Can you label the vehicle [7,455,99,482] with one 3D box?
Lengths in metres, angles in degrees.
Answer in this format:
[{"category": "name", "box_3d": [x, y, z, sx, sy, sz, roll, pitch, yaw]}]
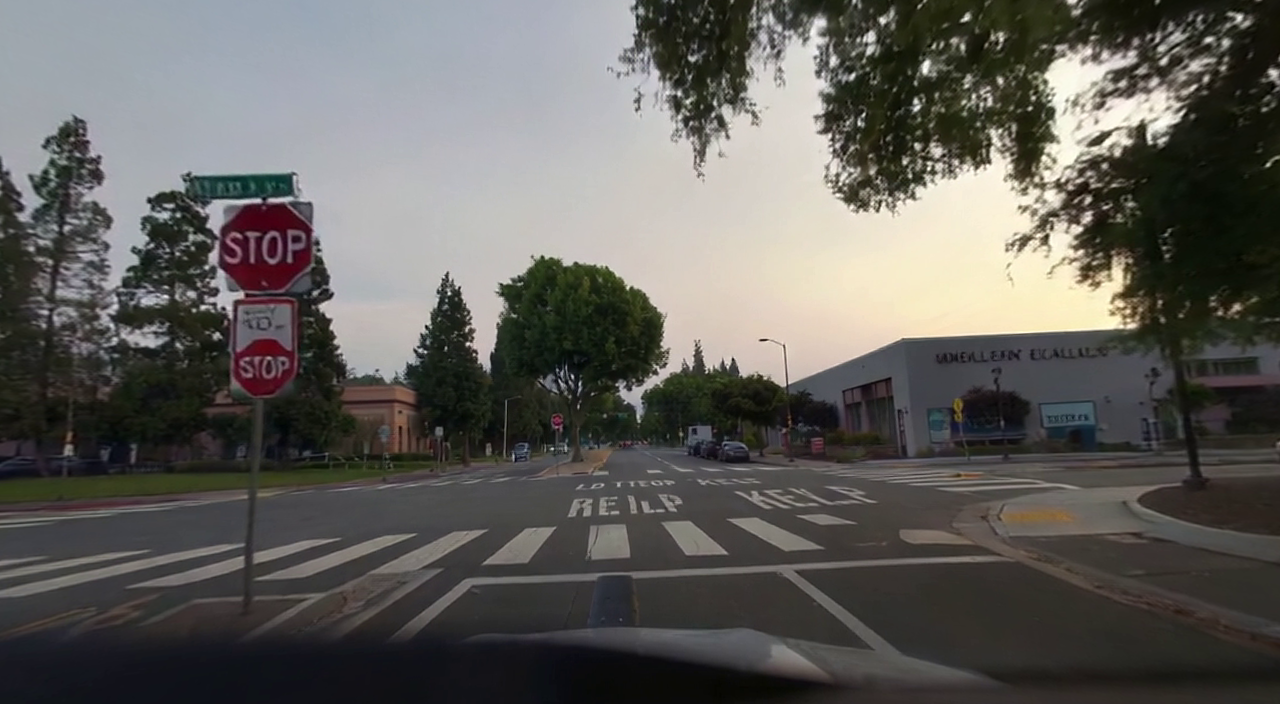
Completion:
[{"category": "vehicle", "box_3d": [-37.015, 7.311, 39.983, 1.871, 1.523, 4.028, 0, -8, 0]}]
